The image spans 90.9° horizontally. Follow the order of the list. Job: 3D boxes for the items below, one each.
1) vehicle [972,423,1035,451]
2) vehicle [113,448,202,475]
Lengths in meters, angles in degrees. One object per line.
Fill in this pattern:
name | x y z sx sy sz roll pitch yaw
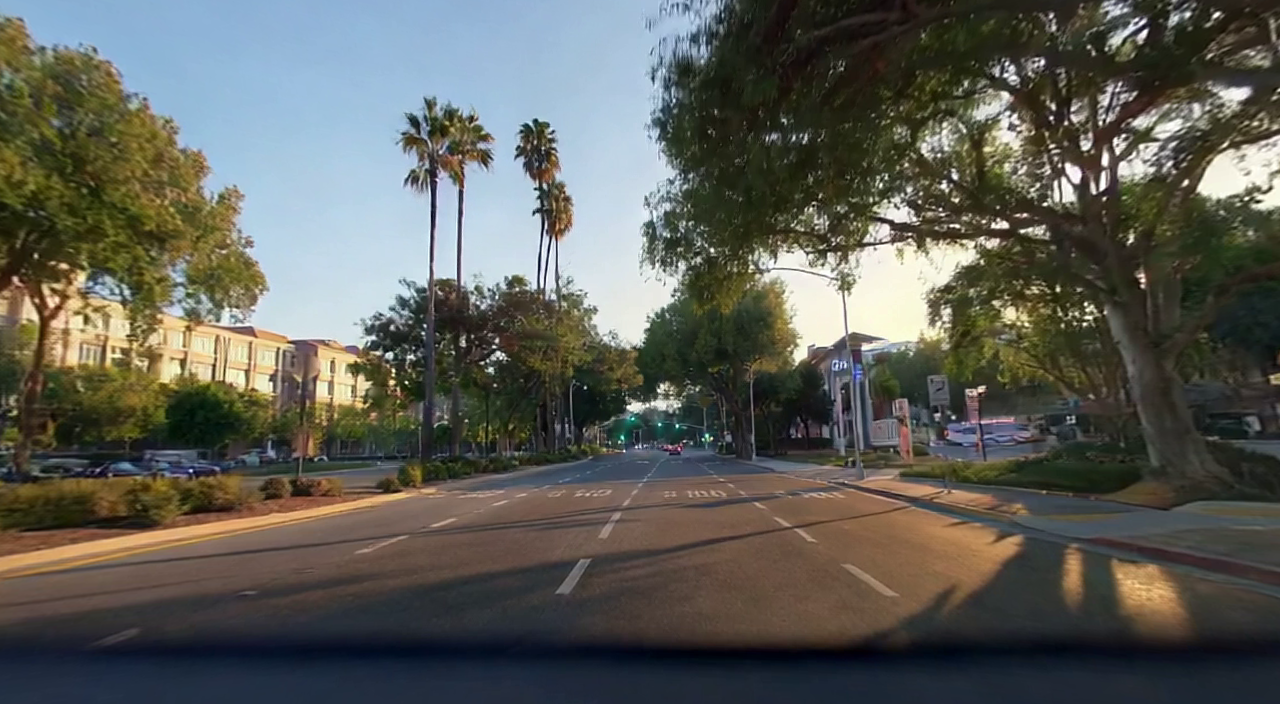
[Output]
vehicle | 25.254 5.952 43.987 2.222 1.818 5.099 -2 -9 12
vehicle | -33.600 7.625 44.110 2.020 1.768 5.003 -1 -8 5
